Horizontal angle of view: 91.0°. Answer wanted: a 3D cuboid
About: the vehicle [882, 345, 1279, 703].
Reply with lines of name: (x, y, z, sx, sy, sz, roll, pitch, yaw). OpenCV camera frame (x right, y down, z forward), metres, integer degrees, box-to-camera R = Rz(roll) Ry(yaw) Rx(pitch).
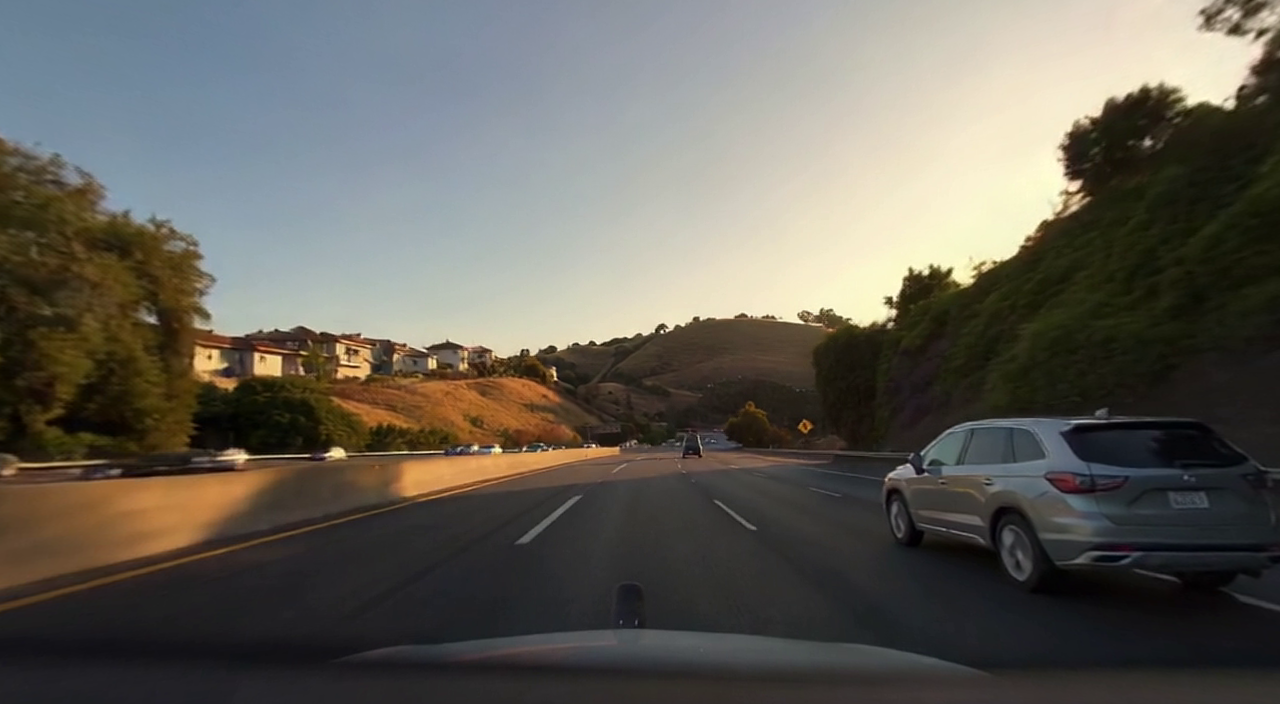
vehicle: (4.040, 1.156, 4.955, 2.318, 1.766, 4.587, 0, -8, -1)

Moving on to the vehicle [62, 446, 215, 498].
vehicle: (-19.570, 4.654, 24.929, 2.015, 1.766, 4.837, -1, -8, 1)

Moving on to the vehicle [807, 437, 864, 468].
vehicle: (11.871, 6.129, 38.555, 2.043, 1.714, 4.453, -1, -8, 0)
